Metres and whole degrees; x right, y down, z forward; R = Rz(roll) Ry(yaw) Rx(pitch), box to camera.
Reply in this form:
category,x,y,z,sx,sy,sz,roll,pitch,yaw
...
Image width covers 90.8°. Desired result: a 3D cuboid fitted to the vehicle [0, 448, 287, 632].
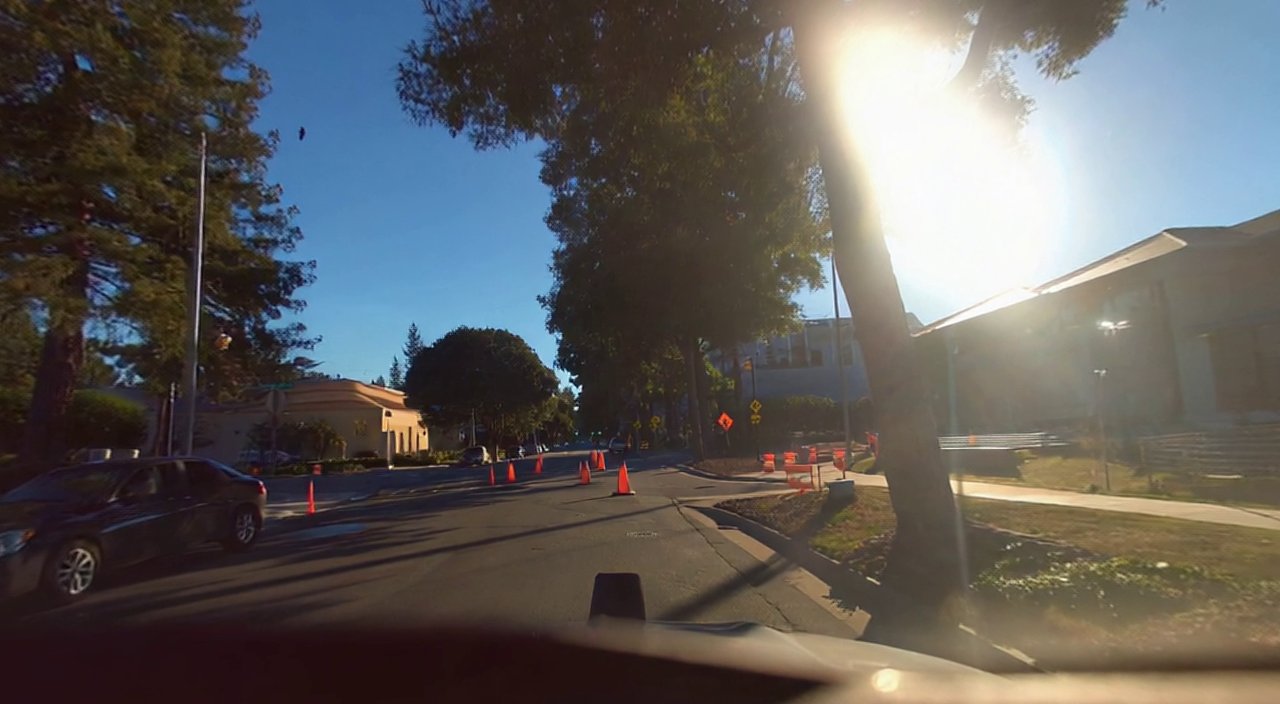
category,x,y,z,sx,sy,sz,roll,pitch,yaw
vehicle,-7.602,2.001,7.463,2.961,1.701,7.563,1,-9,-4
